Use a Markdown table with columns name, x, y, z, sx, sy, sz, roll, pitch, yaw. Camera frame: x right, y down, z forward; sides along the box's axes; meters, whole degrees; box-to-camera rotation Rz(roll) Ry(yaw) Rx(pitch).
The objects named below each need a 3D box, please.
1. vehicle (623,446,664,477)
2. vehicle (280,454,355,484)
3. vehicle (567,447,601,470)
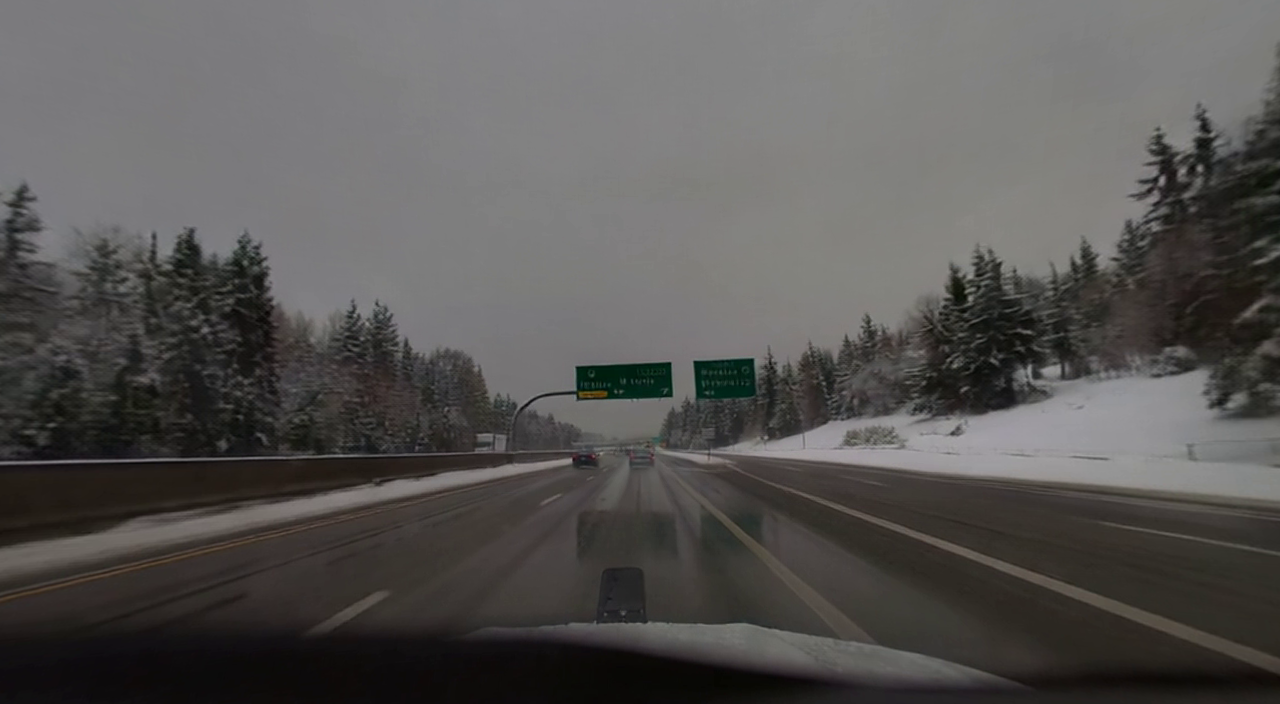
| name | x | y | z | sx | sy | sz | roll | pitch | yaw |
| --- | --- | --- | --- | --- | --- | --- | --- | --- | --- |
| vehicle | 0.154 | 5.600 | 32.437 | 2.002 | 1.449 | 3.612 | 0 | -9 | -1 |
| vehicle | -17.605 | 6.376 | 34.637 | 1.764 | 1.469 | 4.272 | 0 | -9 | 1 |
| vehicle | -3.761 | 7.218 | 42.911 | 1.877 | 1.504 | 3.799 | 0 | -9 | 1 |
